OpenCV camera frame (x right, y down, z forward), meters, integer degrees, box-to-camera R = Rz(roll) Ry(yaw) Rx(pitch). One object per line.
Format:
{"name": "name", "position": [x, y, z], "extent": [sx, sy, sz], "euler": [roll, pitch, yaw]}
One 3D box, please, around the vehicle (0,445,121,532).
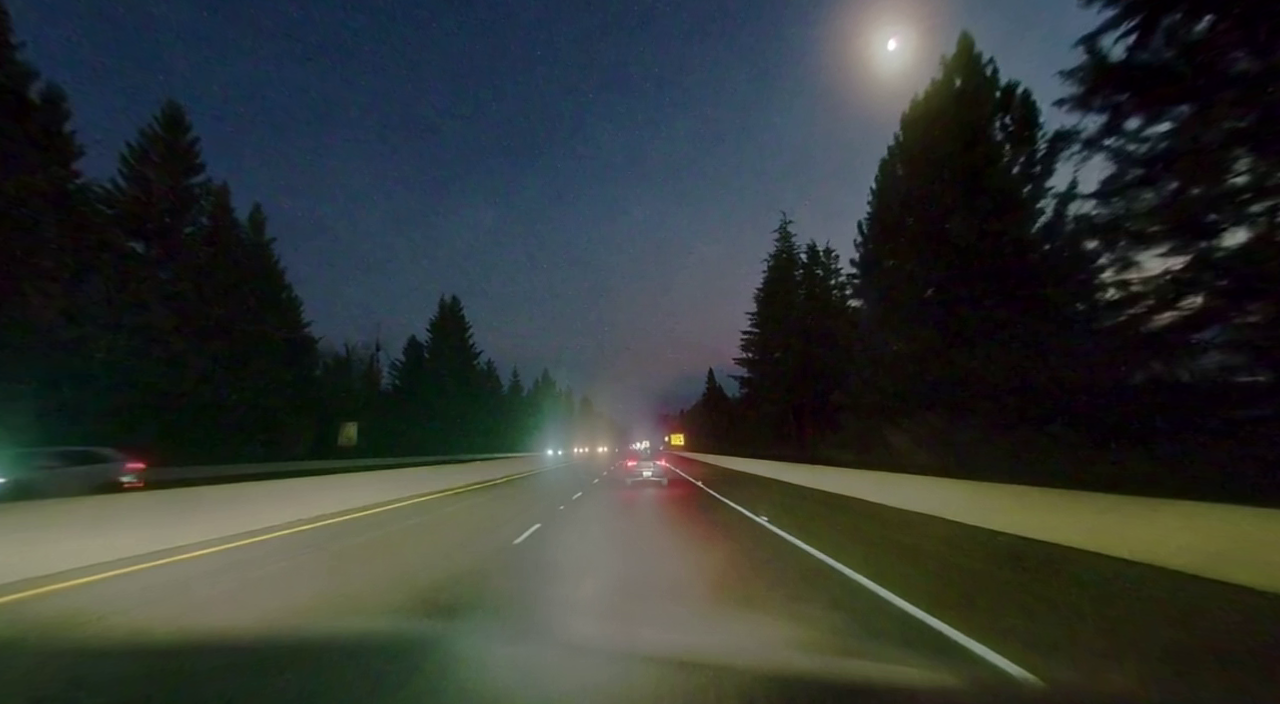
{"name": "vehicle", "position": [-12.906, 2.601, 12.011], "extent": [1.986, 1.604, 4.568], "euler": [0, -9, 0]}

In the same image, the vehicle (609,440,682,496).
{"name": "vehicle", "position": [0.046, 3.549, 19.567], "extent": [2.021, 1.533, 4.014], "euler": [0, -9, -3]}
